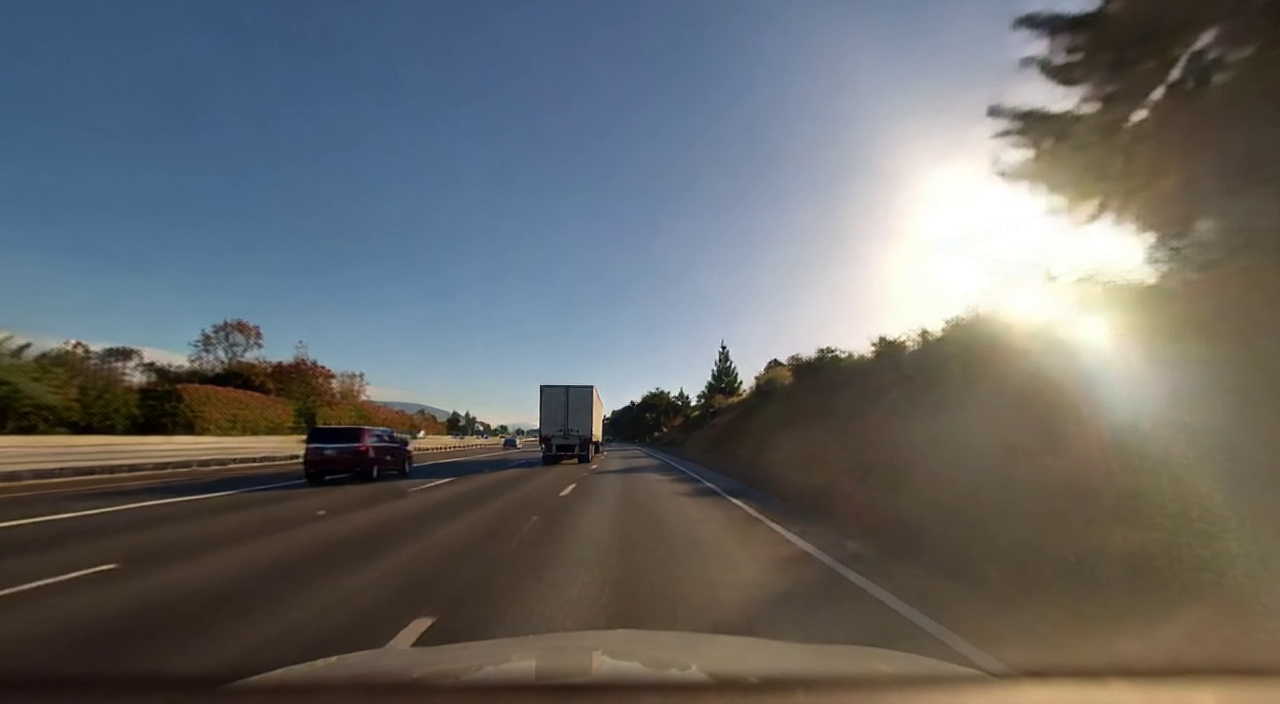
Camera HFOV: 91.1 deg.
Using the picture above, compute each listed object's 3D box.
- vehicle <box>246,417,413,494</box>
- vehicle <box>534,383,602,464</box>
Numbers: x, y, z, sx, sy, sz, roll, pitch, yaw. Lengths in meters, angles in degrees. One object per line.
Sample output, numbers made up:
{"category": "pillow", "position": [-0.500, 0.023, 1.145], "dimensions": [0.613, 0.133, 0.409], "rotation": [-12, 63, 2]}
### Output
{"category": "vehicle", "position": [-7.683, 2.600, 16.177], "dimensions": [2.075, 1.691, 4.431], "rotation": [0, -8, -1]}
{"category": "vehicle", "position": [-3.974, 4.457, 37.706], "dimensions": [3.002, 3.987, 12.477], "rotation": [-1, -8, -2]}
